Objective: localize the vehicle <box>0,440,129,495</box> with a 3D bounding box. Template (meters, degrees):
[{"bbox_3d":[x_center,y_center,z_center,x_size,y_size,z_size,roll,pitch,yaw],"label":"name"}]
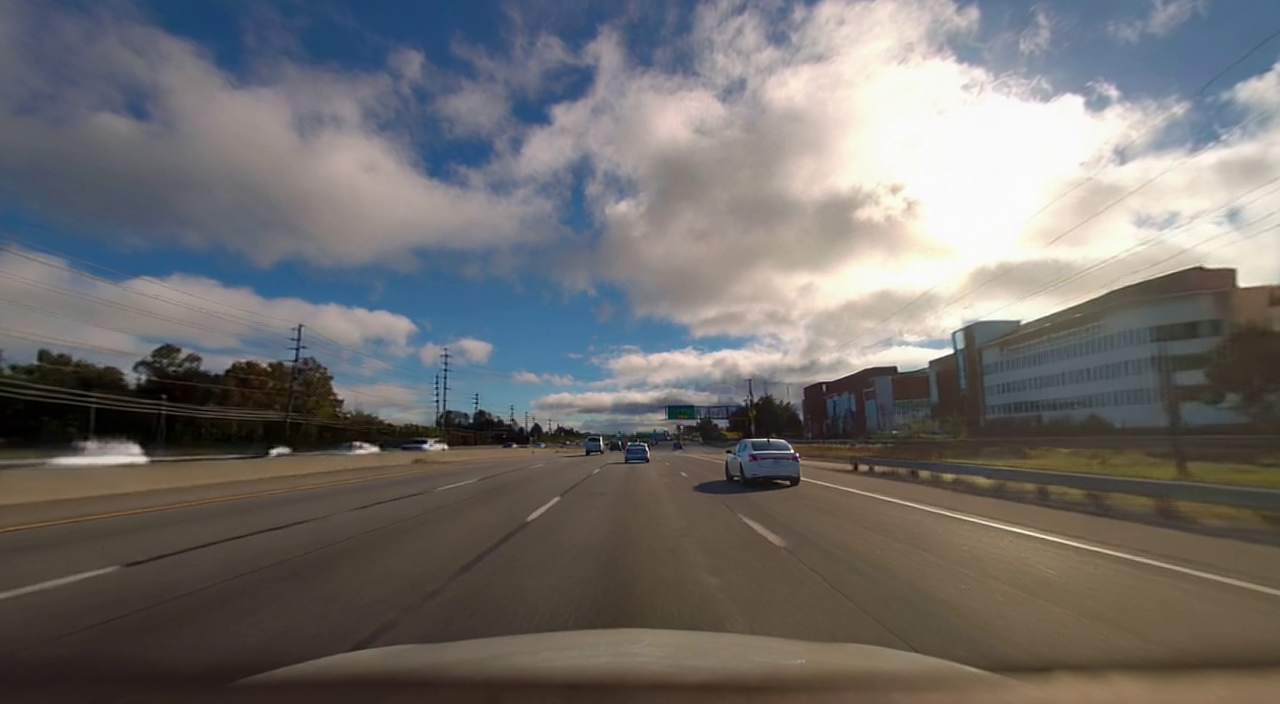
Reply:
[{"bbox_3d":[-19.854,3.709,20.642,2.306,1.598,4.570,0,-8,0],"label":"vehicle"}]

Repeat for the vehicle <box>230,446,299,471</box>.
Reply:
[{"bbox_3d":[-24.128,6.842,40.623,1.737,1.526,4.417,0,-9,0],"label":"vehicle"}]

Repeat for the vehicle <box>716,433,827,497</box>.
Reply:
[{"bbox_3d":[3.489,3.082,17.654,1.995,1.533,4.463,0,-8,-2],"label":"vehicle"}]

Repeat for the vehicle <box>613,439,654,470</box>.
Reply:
[{"bbox_3d":[-0.381,5.356,33.061,2.019,1.472,3.971,0,-8,-1],"label":"vehicle"}]

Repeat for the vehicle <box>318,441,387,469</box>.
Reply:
[{"bbox_3d":[-17.113,6.136,37.684,1.953,1.515,4.452,0,-8,1],"label":"vehicle"}]
